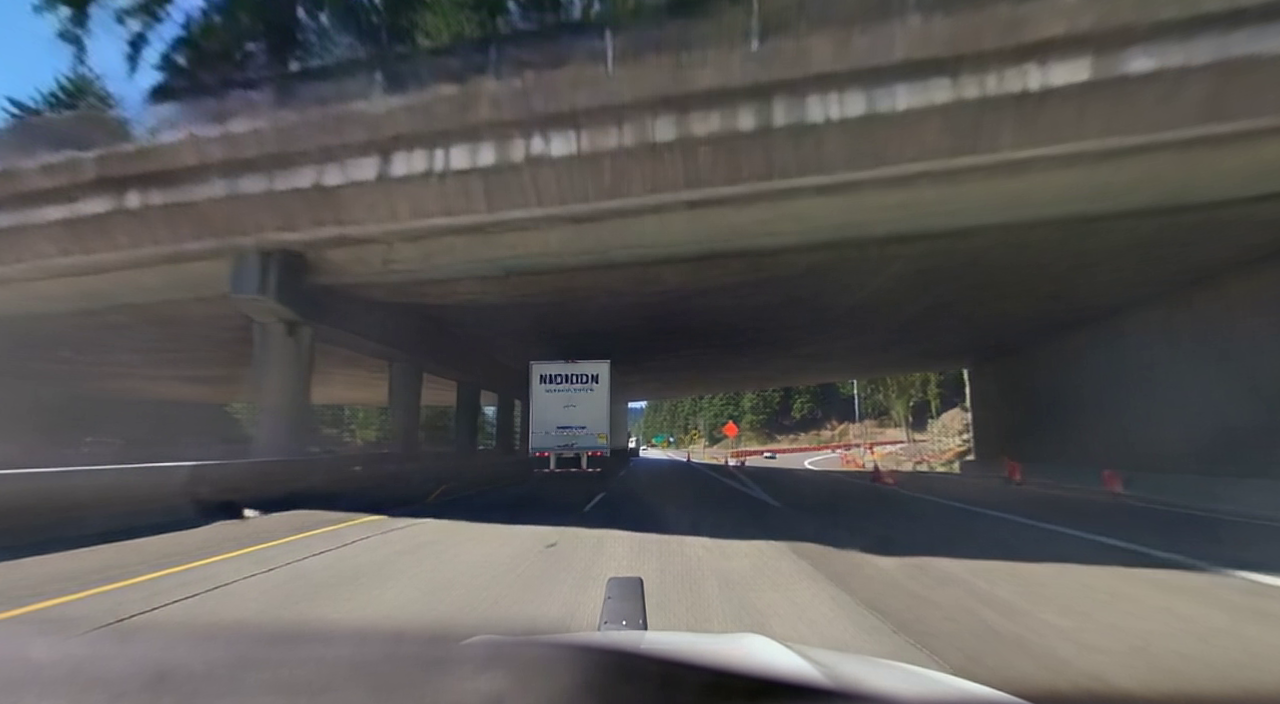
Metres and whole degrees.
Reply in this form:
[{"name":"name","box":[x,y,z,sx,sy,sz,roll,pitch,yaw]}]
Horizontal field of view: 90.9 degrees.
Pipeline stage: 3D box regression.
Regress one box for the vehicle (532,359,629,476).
[{"name":"vehicle","box":[-2.275,3.694,30.469,2.873,4.060,16.327,-2,-10,1]}]
